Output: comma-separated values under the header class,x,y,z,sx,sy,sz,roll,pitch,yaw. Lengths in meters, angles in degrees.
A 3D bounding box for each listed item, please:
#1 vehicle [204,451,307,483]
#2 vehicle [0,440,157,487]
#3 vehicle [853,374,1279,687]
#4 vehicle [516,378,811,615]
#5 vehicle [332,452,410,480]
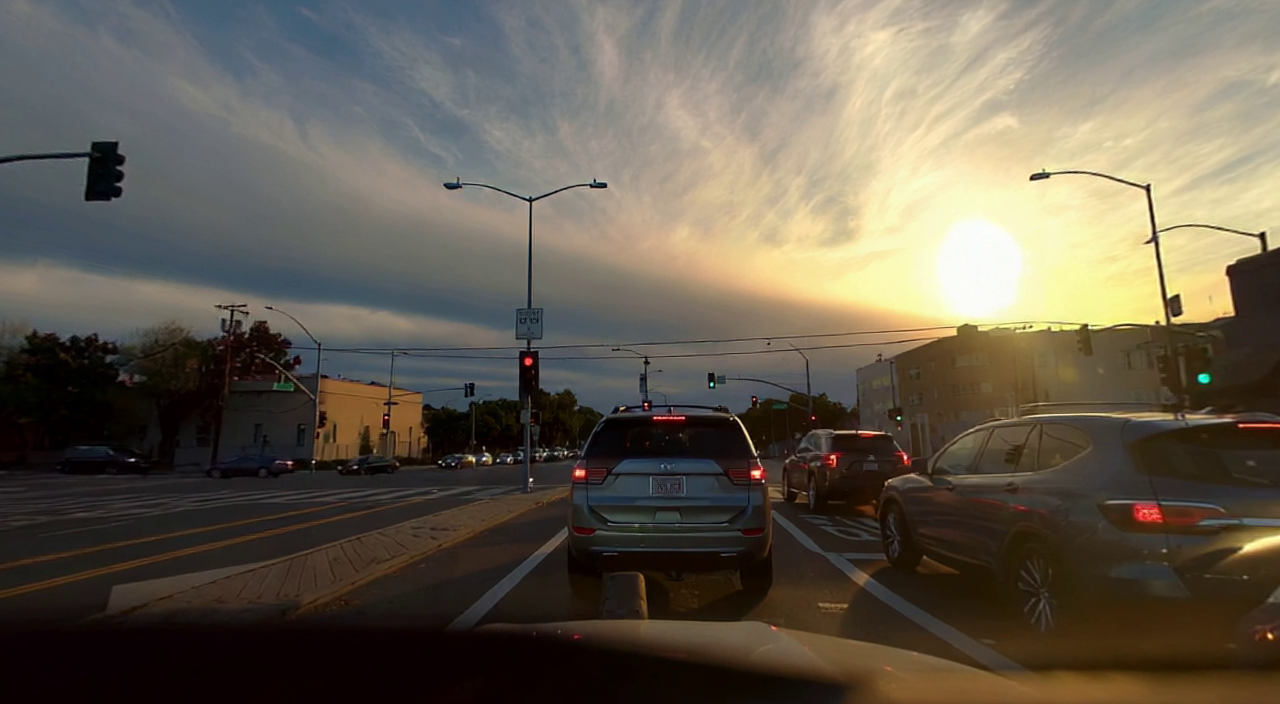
class,x,y,z,sx,sy,sz,roll,pitch,yaw
vehicle,-24.433,7.310,40.352,5.156,1.849,2.044,2,-9,-16
vehicle,-24.571,4.836,27.549,5.062,1.946,2.243,0,-9,-1
vehicle,3.606,1.287,5.656,2.018,1.701,4.288,0,-9,2
vehicle,0.228,1.458,7.216,2.292,1.840,4.394,0,-9,1
vehicle,-18.492,7.816,43.727,2.089,1.739,4.744,-4,-9,24
